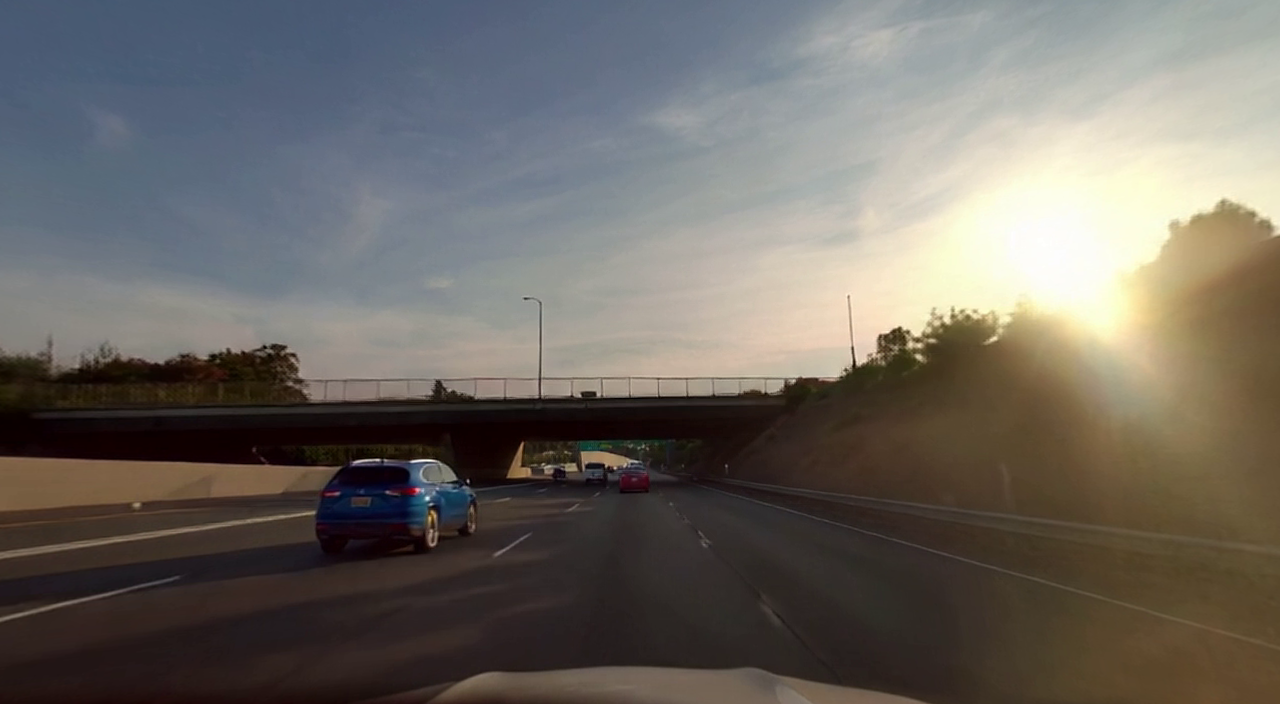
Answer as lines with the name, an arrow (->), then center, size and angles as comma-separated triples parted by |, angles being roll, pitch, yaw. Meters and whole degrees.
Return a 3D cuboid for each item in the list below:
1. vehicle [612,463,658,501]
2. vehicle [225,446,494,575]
vehicle -> -0.252, 6.048, 29.437 | 1.992, 1.601, 3.762 | 1, -11, -1
vehicle -> -3.960, 2.369, 10.053 | 2.102, 1.521, 4.687 | 1, -11, 0
